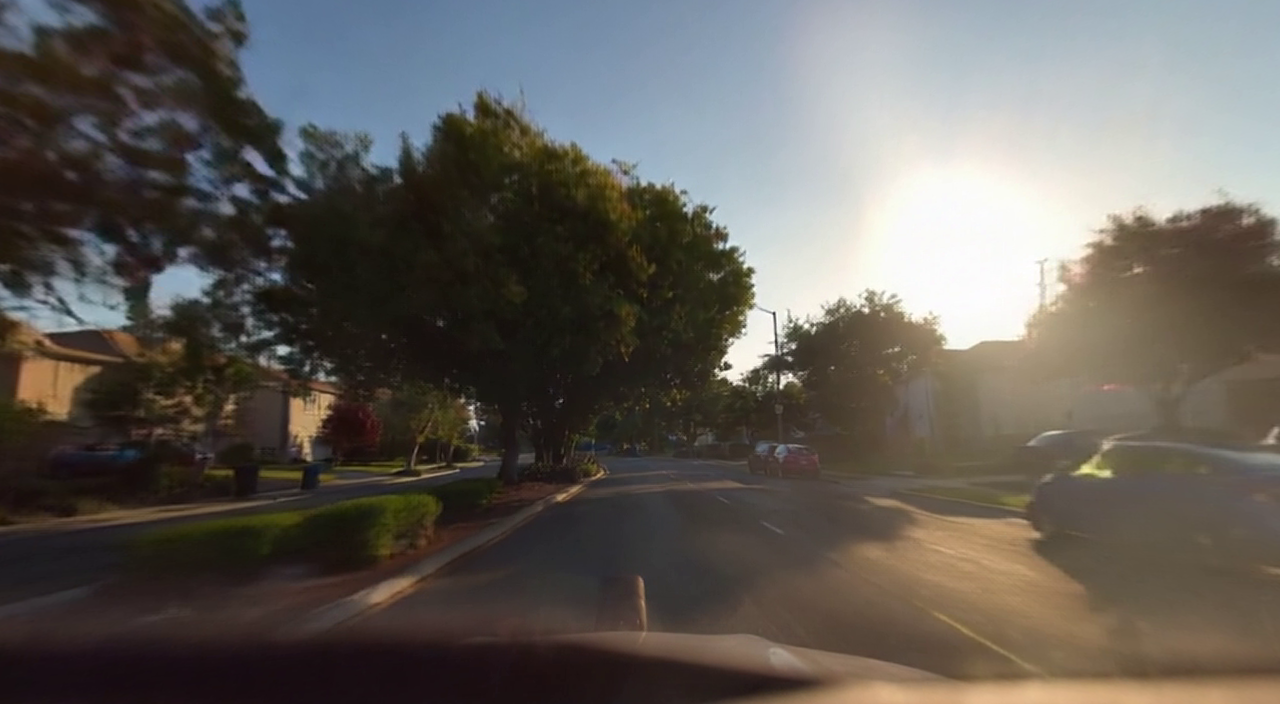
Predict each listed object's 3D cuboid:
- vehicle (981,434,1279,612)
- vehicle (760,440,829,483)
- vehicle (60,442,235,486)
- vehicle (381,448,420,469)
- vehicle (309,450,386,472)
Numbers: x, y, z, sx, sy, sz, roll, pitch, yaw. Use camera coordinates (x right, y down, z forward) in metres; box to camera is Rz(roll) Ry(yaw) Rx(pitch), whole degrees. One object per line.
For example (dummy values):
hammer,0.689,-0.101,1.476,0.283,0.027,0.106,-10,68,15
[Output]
vehicle,6.463,1.761,7.395,2.042,1.511,5.029,0,-9,-1
vehicle,6.761,4.841,28.194,1.996,1.745,4.556,0,-9,1
vehicle,-21.141,4.804,27.340,5.659,1.769,2.073,0,-9,-3
vehicle,-18.732,8.337,49.600,1.998,1.492,4.660,1,-9,-11
vehicle,-20.099,7.481,43.560,4.367,1.466,1.980,0,-9,-3
